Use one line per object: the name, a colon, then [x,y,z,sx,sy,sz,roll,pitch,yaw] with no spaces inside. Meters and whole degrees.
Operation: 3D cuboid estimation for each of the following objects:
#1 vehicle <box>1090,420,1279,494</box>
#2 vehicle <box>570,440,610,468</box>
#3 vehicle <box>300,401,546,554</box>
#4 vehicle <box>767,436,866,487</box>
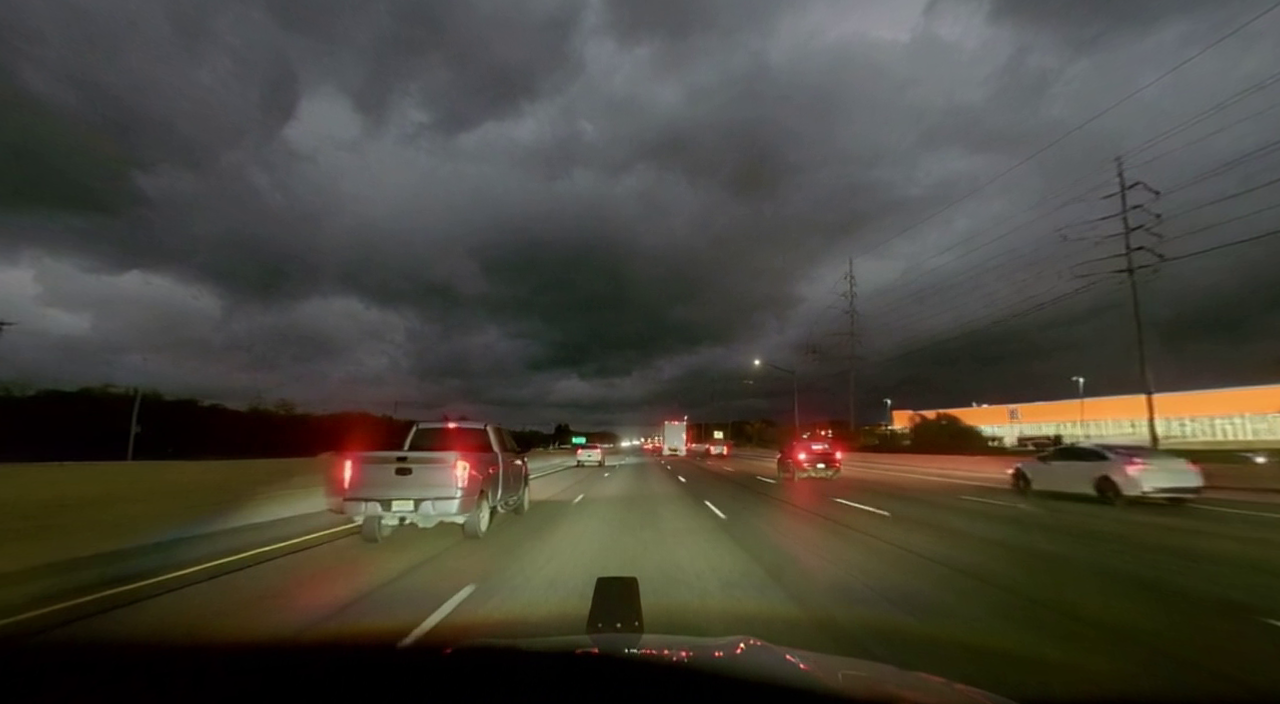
vehicle: [26.057,5.090,30.648,2.893,3.189,6.320,2,-9,-8]
vehicle: [-2.800,5.876,36.346,1.929,1.521,4.097,0,-9,1]
vehicle: [-2.917,1.833,9.819,2.130,1.799,4.583,0,-9,1]
vehicle: [5.768,3.635,21.197,1.980,1.501,4.433,0,-9,-1]
